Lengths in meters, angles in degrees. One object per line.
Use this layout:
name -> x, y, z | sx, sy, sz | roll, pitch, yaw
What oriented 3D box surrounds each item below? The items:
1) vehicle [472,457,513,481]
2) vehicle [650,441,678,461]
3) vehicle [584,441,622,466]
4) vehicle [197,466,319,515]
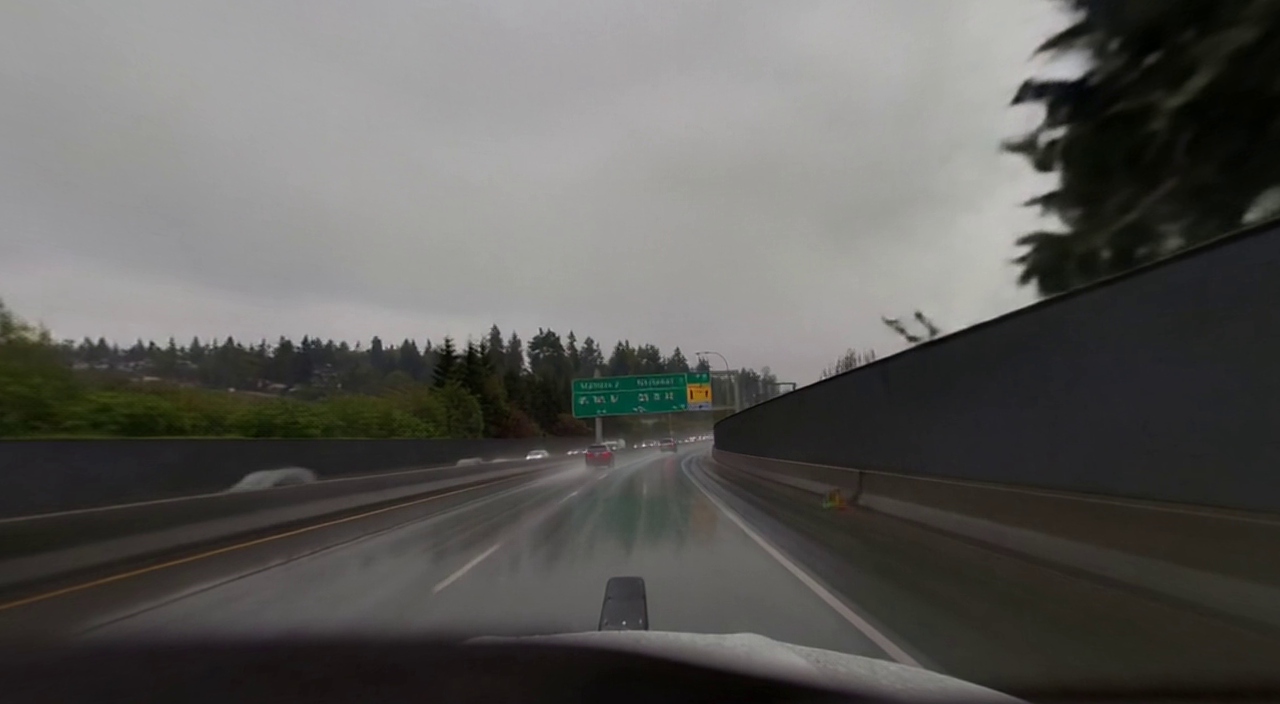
vehicle -> -9.971, 7.933, 42.816 | 1.758, 1.406, 4.118 | 0, -8, 1
vehicle -> 1.953, 7.824, 49.808 | 2.077, 1.533, 3.854 | -1, -8, 3
vehicle -> -2.334, 6.581, 41.120 | 1.985, 1.518, 3.847 | -1, -8, 4
vehicle -> -14.110, 5.120, 23.604 | 1.756, 1.469, 4.394 | 0, -8, 1
